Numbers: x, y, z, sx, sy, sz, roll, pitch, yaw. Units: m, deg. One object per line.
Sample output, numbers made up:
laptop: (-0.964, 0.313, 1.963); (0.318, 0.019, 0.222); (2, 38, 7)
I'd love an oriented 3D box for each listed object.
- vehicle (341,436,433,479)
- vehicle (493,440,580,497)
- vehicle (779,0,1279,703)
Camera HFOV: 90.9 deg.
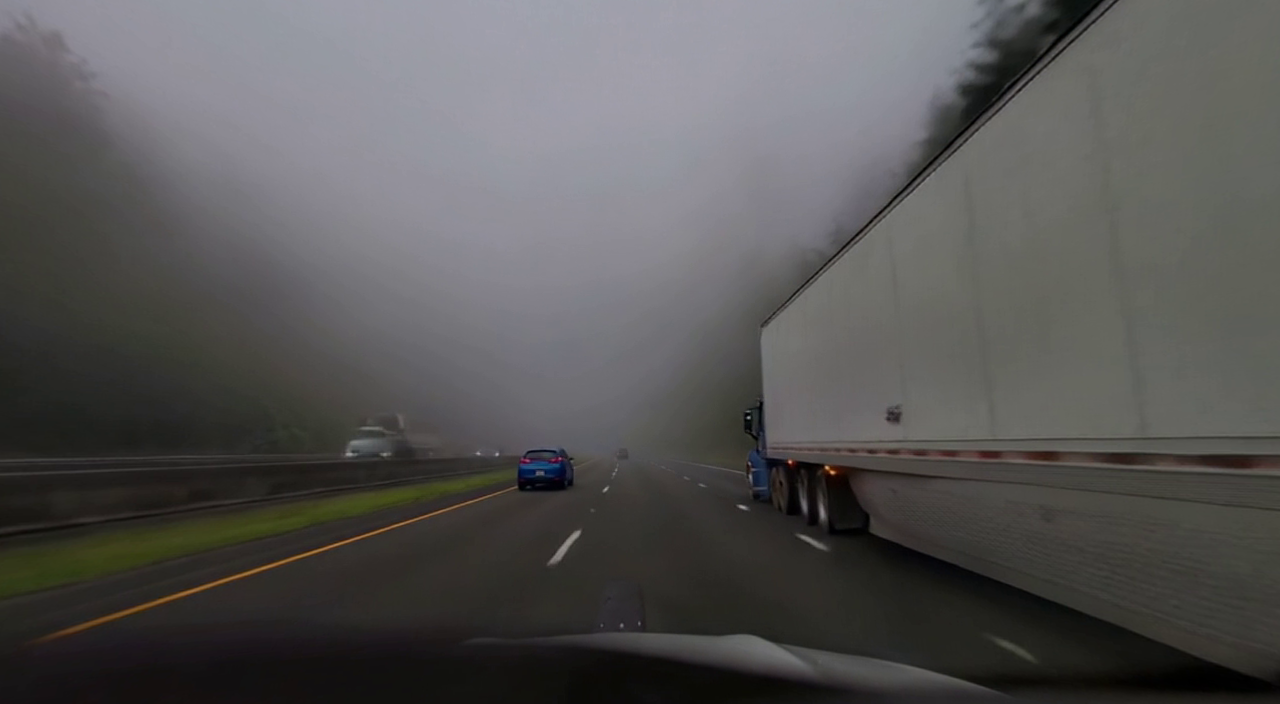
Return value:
vehicle: (-10.678, 4.508, 26.965); (2.039, 1.645, 4.443); (-1, -9, 1)
vehicle: (-3.255, 3.795, 20.822); (2.115, 1.670, 4.261); (0, -9, 0)
vehicle: (4.503, -0.386, 3.372); (3.532, 4.201, 17.611); (0, -9, 0)
